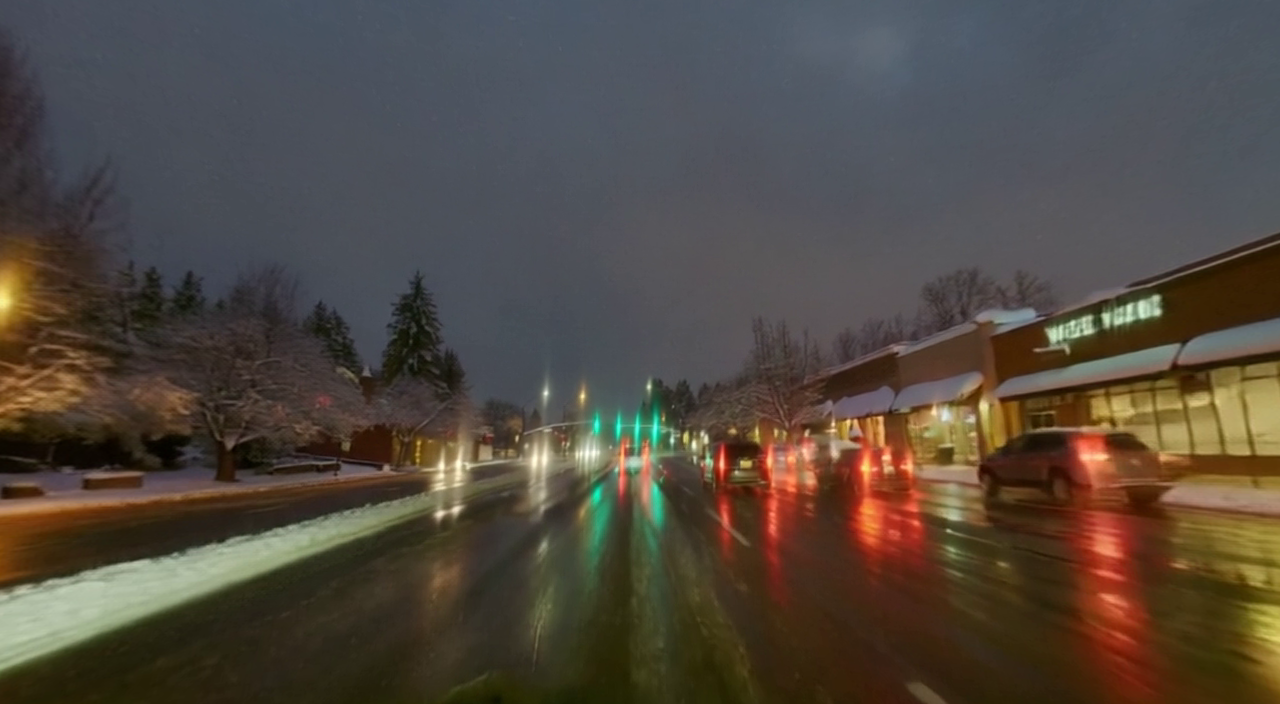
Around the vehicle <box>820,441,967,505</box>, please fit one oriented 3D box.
[{"bbox_3d":[6.598,3.182,17.100,1.952,1.449,4.544,0,-9,-2],"label":"vehicle"}]

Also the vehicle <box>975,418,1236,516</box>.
[{"bbox_3d":[10.470,2.631,14.920,2.248,1.899,4.942,0,-9,-2],"label":"vehicle"}]

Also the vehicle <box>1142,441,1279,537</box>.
[{"bbox_3d":[10.486,2.091,9.764,1.763,1.430,4.427,0,-9,0],"label":"vehicle"}]

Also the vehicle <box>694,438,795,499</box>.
[{"bbox_3d":[2.942,3.405,18.867,2.072,1.545,4.578,0,-9,-2],"label":"vehicle"}]

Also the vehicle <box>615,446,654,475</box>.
[{"bbox_3d":[-0.309,5.957,34.929,2.052,1.461,4.324,0,-9,0],"label":"vehicle"}]
